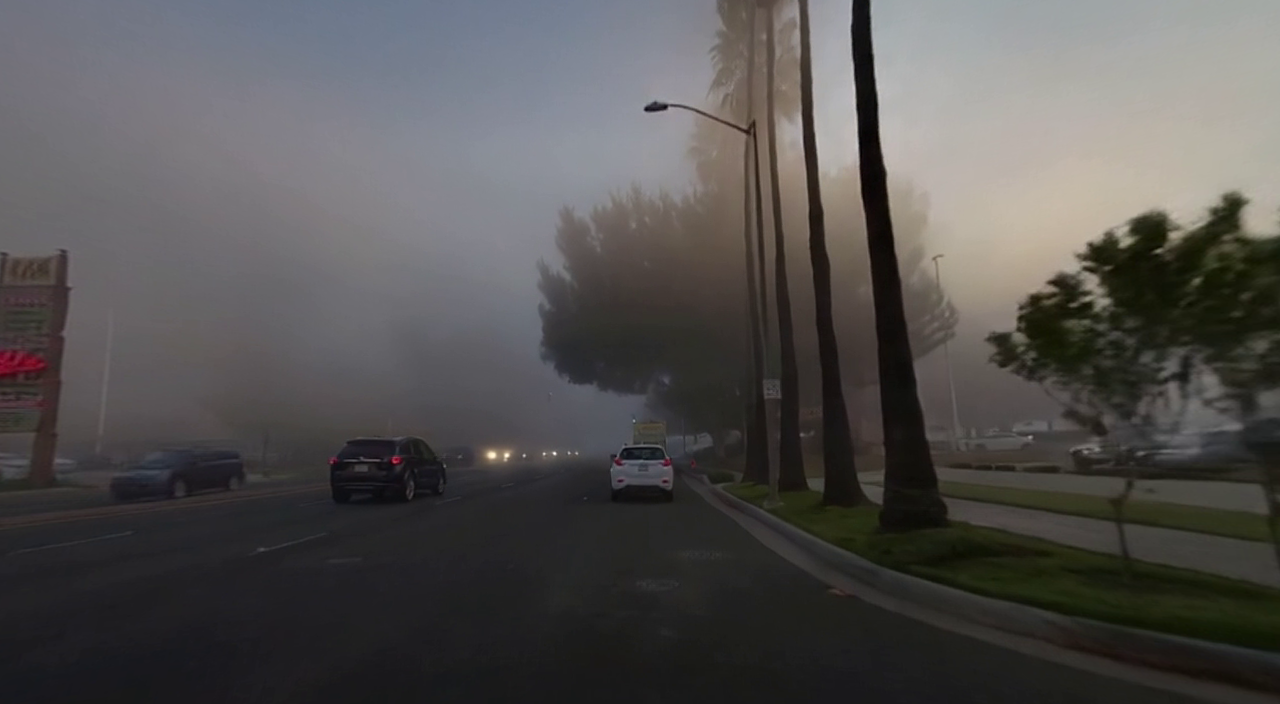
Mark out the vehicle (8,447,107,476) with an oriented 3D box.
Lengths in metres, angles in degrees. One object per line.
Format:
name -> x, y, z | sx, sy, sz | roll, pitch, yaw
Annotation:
vehicle -> -35.550, 6.688, 38.492 | 1.888, 1.650, 4.369 | 1, -9, -3

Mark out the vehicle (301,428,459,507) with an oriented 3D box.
vehicle -> -6.308, 2.861, 15.902 | 2.057, 1.705, 4.394 | 0, -9, 1

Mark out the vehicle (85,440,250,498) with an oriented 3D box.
vehicle -> -16.427, 4.084, 22.250 | 2.136, 1.786, 4.798 | 1, -9, -2

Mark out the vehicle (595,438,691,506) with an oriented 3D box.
vehicle -> 0.070, 3.025, 16.263 | 2.145, 1.483, 4.453 | 0, -9, 0

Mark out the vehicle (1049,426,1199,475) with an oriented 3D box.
vehicle -> 16.709, 3.461, 22.029 | 1.902, 1.502, 4.395 | 0, -9, 3
